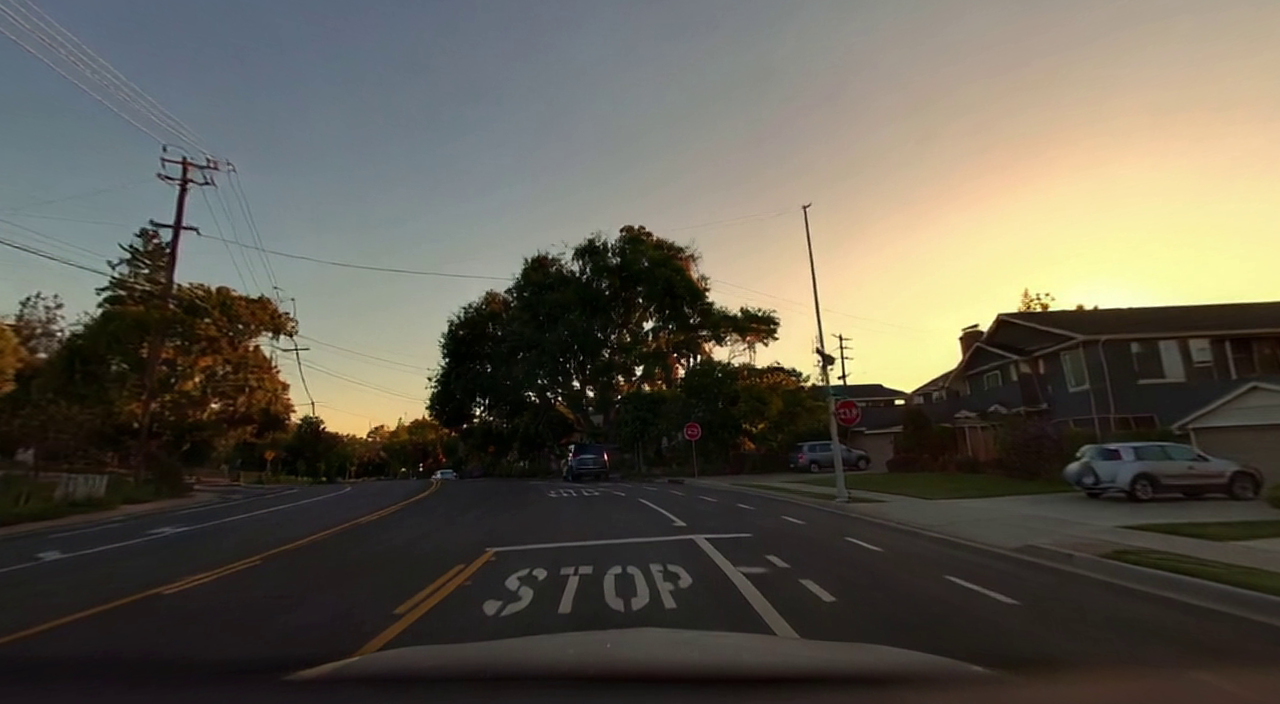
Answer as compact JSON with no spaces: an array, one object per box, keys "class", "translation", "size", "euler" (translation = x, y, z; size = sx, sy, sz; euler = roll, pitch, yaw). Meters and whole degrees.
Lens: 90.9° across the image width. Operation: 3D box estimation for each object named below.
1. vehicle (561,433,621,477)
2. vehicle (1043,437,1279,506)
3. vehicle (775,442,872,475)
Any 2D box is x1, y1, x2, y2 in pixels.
[{"class":"vehicle","translation":[-2.470,4.902,30.520],"size":[2.284,1.741,4.702],"euler":[4,-7,-10]},{"class":"vehicle","translation":[12.429,2.798,15.007],"size":[4.383,1.508,1.884],"euler":[0,-8,-3]},{"class":"vehicle","translation":[9.791,5.675,33.777],"size":[4.582,1.707,1.934],"euler":[1,-9,-10]}]
